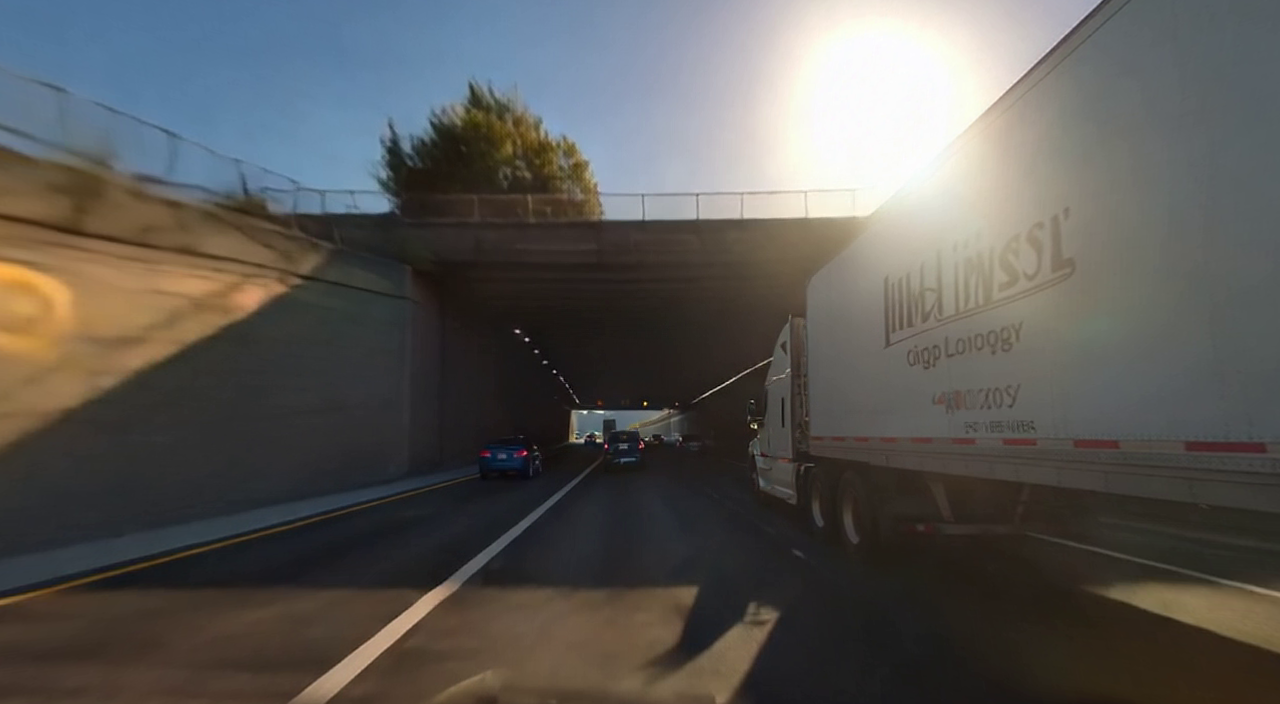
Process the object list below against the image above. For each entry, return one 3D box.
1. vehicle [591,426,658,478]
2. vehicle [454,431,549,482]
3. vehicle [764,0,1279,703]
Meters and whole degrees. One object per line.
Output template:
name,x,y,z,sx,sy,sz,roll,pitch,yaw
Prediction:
vehicle,-0.509,3.382,21.545,2.094,1.600,3.666,0,-8,-1
vehicle,-4.226,3.247,20.013,2.019,1.435,4.317,0,-8,0
vehicle,3.858,-0.053,4.553,2.842,4.108,14.081,0,-8,-1
